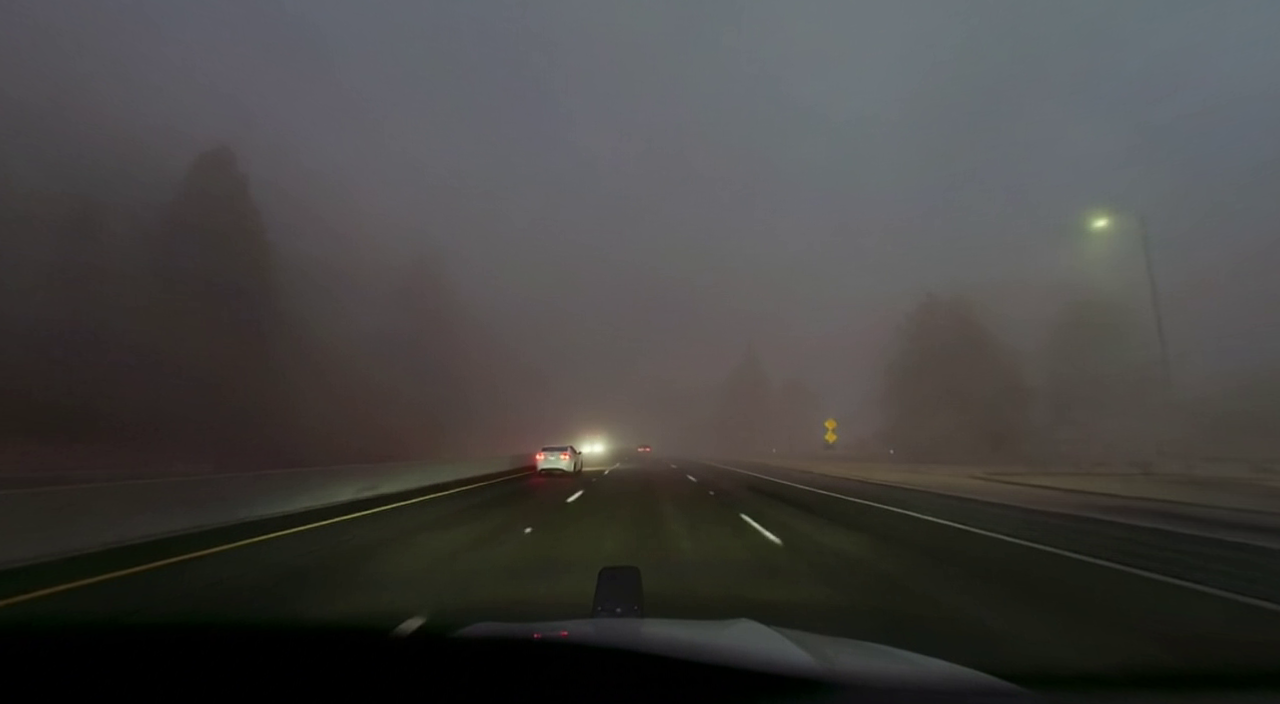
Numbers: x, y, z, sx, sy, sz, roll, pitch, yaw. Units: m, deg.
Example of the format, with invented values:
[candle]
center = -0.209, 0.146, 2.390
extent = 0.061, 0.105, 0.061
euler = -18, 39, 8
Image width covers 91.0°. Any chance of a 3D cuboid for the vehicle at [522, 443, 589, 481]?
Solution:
[vehicle]
center = -3.518, 4.696, 27.223
extent = 2.162, 1.493, 4.583
euler = 0, -9, 1
